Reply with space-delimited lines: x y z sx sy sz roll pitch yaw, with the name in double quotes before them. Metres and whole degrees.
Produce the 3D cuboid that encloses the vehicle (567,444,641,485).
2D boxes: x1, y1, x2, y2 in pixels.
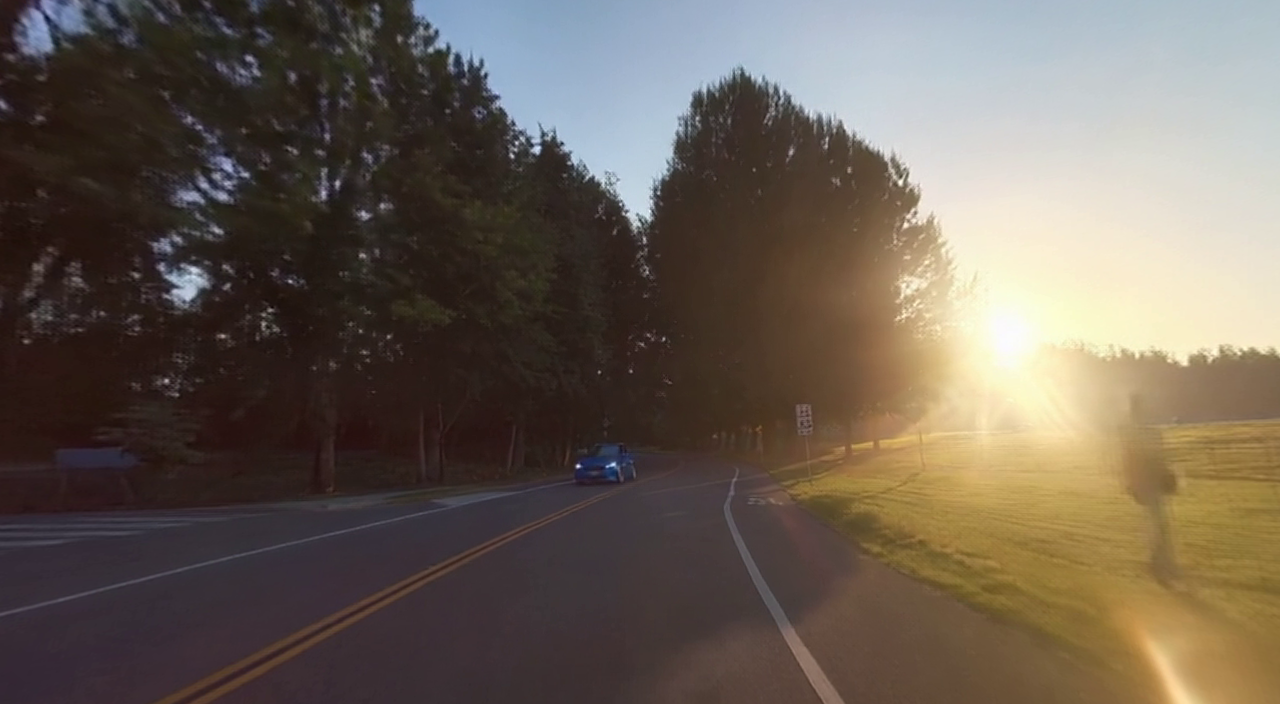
"vehicle" -1.356 4.507 25.633 2.190 1.499 4.209 -1 -9 8
